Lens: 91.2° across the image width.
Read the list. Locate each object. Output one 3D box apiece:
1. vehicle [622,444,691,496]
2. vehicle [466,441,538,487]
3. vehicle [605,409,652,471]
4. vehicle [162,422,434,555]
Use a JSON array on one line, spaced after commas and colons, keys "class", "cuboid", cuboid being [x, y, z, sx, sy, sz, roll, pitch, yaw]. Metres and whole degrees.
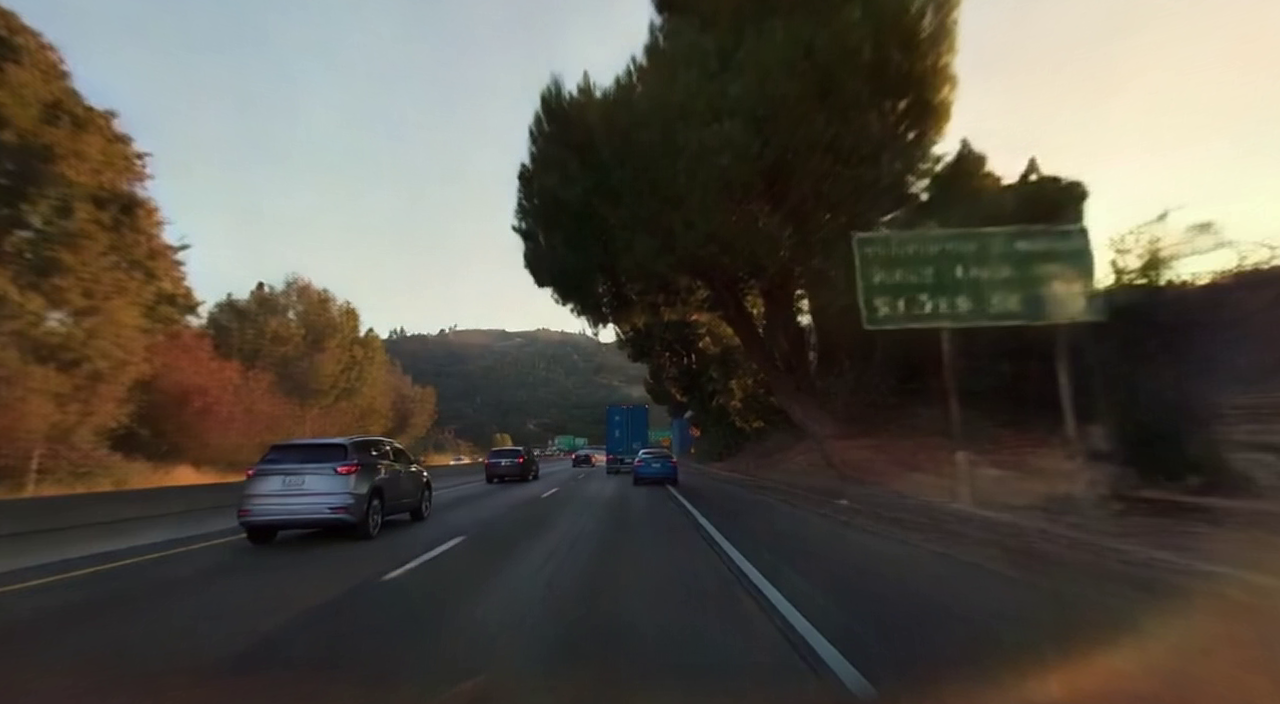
[{"class": "vehicle", "cuboid": [0.445, 3.809, 20.561, 2.026, 1.489, 4.045, 0, -9, -1]}, {"class": "vehicle", "cuboid": [-5.415, 4.441, 25.121, 2.035, 1.664, 4.064, 0, -9, -1]}, {"class": "vehicle", "cuboid": [-0.974, 6.628, 46.686, 3.113, 4.066, 10.786, 0, -9, -2]}, {"class": "vehicle", "cuboid": [-5.065, 2.072, 10.139, 2.100, 1.671, 4.105, 0, -9, -1]}]
